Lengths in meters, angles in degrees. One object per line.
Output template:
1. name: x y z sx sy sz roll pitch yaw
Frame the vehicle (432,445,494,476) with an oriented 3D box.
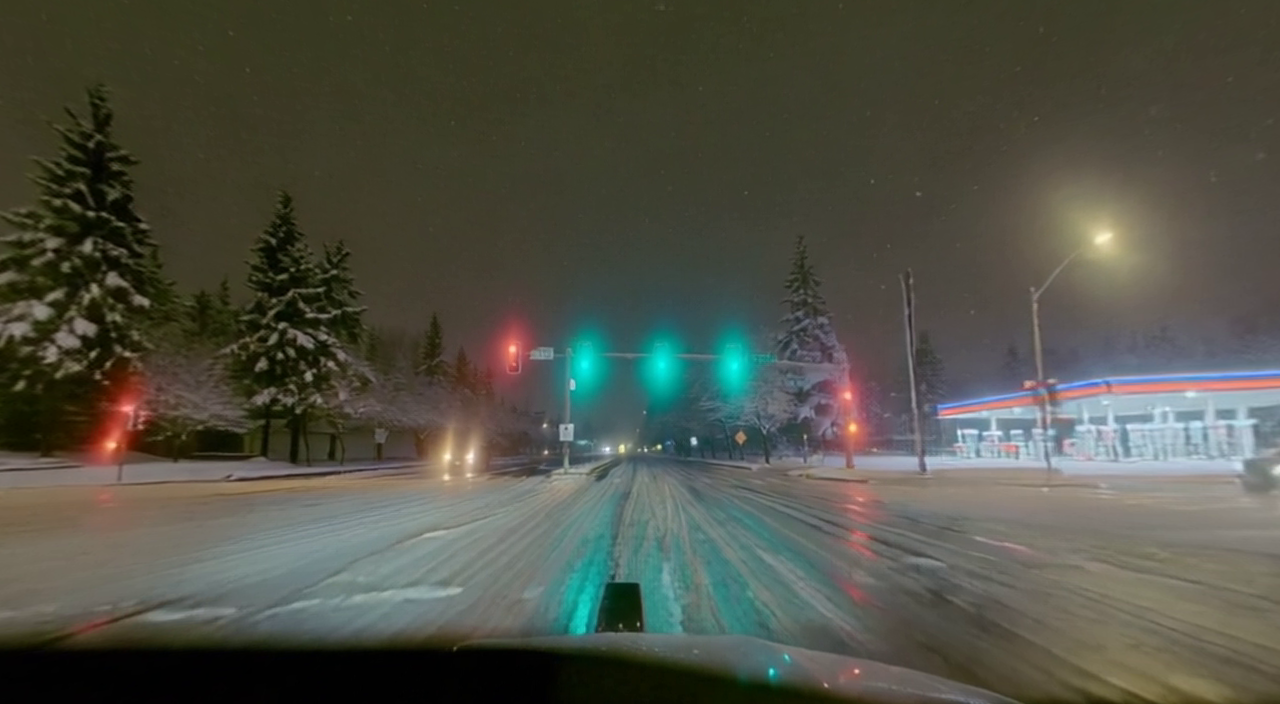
1. vehicle: -9.551 5.896 34.428 2.029 1.452 4.598 -3 -9 0
